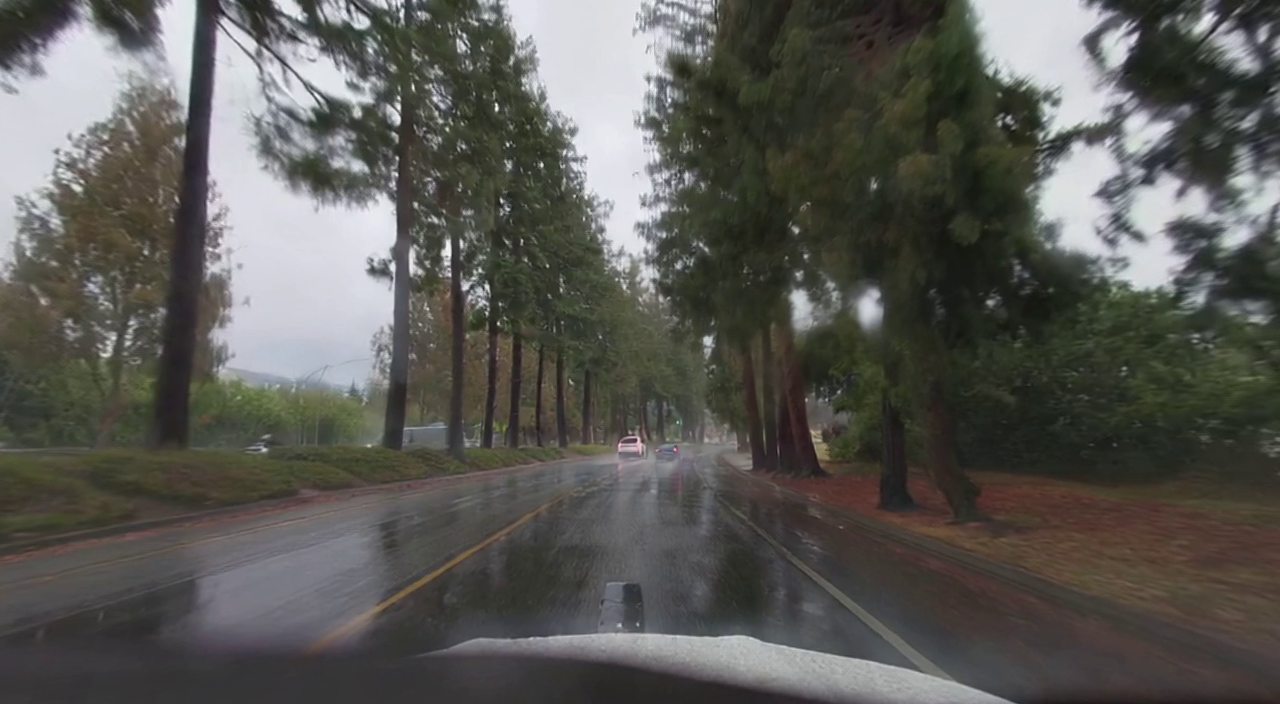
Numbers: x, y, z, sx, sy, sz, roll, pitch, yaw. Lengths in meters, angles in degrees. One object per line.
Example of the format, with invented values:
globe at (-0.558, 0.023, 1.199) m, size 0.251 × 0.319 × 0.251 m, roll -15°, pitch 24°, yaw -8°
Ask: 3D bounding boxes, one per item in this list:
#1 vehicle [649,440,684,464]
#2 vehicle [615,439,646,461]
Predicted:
vehicle at (1.755, 6.438, 40.773) m, size 2.071 × 1.474 × 4.047 m, roll -1°, pitch -8°, yaw 5°
vehicle at (-0.676, 7.631, 49.311) m, size 1.863 × 1.557 × 3.926 m, roll -1°, pitch -8°, yaw 7°
